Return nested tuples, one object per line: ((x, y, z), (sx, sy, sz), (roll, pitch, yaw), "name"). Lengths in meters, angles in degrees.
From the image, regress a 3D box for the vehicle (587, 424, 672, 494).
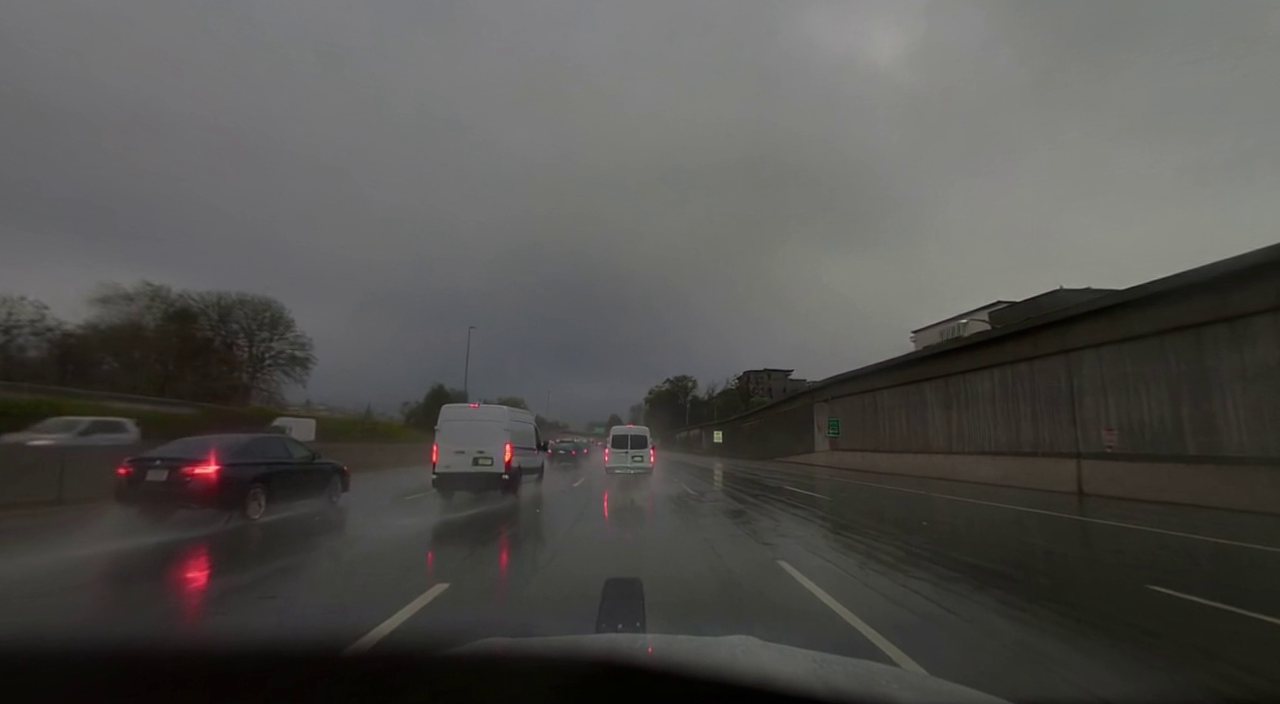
((-0.256, 3.100, 18.532), (2.207, 1.807, 4.199), (0, -9, 1), "vehicle")

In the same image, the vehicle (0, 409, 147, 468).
((-15.938, 2.427, 17.517), (1.587, 1.464, 3.566), (0, -9, -2), "vehicle")

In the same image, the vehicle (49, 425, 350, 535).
((-7.125, 2.109, 10.998), (1.959, 1.493, 4.575), (0, -9, 0), "vehicle")

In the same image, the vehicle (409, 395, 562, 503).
((-3.645, 2.511, 16.394), (2.504, 2.276, 5.933), (0, -9, 0), "vehicle")
